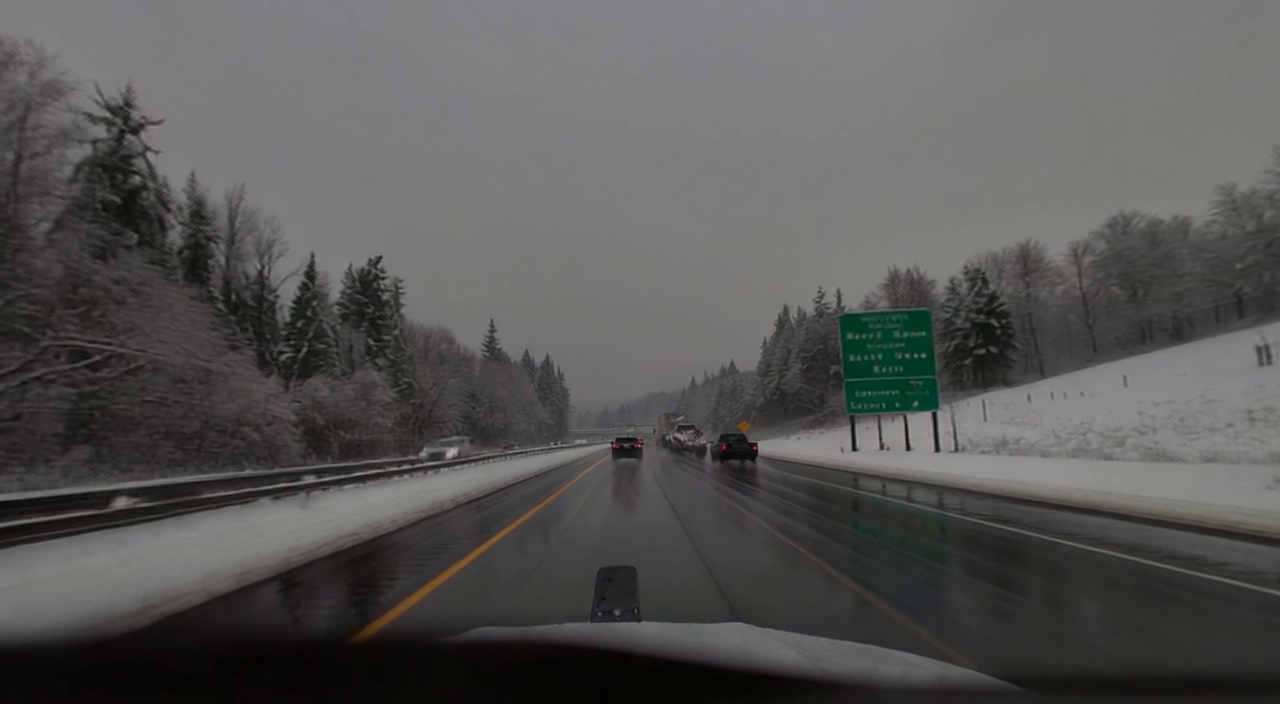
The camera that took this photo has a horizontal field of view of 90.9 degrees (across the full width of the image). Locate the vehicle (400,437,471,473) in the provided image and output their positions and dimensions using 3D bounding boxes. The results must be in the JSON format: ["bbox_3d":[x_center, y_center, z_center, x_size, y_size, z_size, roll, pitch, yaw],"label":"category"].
[{"bbox_3d":[-9.487,4.765,29.640,1.932,1.545,4.168,0,-8,0],"label":"vehicle"}]

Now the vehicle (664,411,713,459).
[{"bbox_3d":[3.232,5.822,44.157,2.728,3.053,7.708,0,-8,0],"label":"vehicle"}]

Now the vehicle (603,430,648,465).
[{"bbox_3d":[-0.747,4.928,32.839,2.206,1.681,4.111,0,-8,-1],"label":"vehicle"}]

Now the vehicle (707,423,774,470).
[{"bbox_3d":[4.318,4.112,27.695,2.073,1.905,4.023,0,-8,-3],"label":"vehicle"}]
